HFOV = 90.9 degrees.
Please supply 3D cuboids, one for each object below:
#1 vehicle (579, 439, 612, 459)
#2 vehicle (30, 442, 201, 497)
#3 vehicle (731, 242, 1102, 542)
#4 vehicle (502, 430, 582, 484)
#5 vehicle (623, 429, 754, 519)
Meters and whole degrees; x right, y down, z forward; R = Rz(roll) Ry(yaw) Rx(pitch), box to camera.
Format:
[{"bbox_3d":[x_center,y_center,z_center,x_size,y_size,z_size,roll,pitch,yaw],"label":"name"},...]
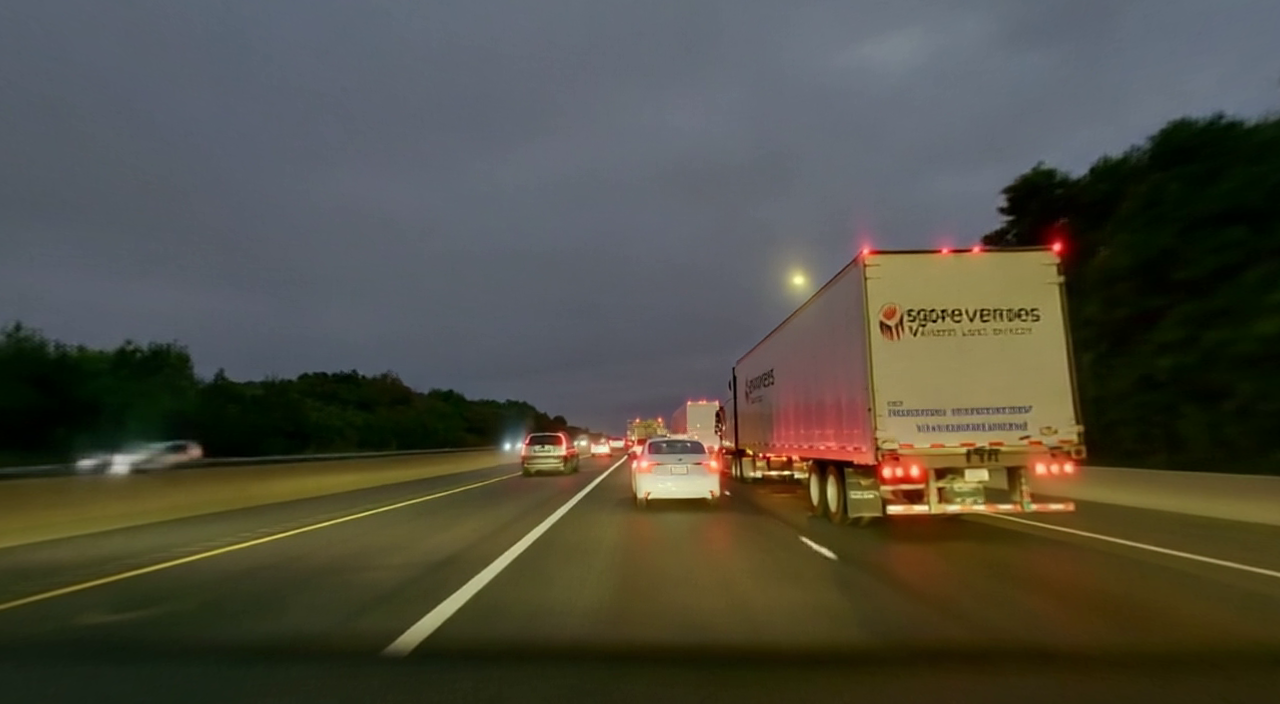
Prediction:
[{"bbox_3d":[-3.452,7.650,49.856,2.181,1.538,4.169,0,-8,1],"label":"vehicle"},{"bbox_3d":[-15.222,3.378,18.592,1.836,1.429,3.652,0,-8,1],"label":"vehicle"},{"bbox_3d":[4.711,1.453,15.712,2.883,4.070,14.423,0,-8,1],"label":"vehicle"},{"bbox_3d":[-3.334,3.659,22.382,2.006,1.729,4.447,0,-8,1],"label":"vehicle"},{"bbox_3d":[0.813,2.359,12.832,2.200,1.495,4.282,0,-8,0],"label":"vehicle"}]
